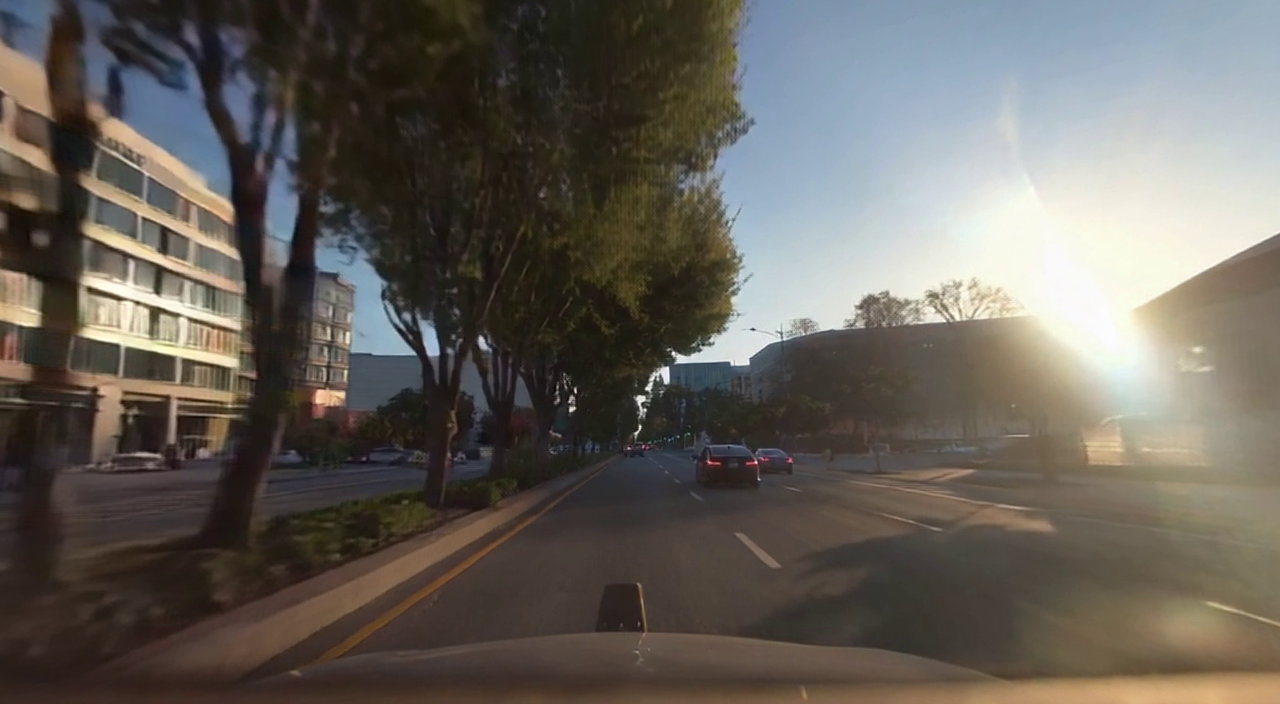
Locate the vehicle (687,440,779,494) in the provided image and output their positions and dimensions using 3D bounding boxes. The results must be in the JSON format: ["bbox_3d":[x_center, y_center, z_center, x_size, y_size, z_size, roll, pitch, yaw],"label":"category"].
[{"bbox_3d":[2.788,3.580,19.997,2.131,1.491,4.496,0,-9,-1],"label":"vehicle"}]
